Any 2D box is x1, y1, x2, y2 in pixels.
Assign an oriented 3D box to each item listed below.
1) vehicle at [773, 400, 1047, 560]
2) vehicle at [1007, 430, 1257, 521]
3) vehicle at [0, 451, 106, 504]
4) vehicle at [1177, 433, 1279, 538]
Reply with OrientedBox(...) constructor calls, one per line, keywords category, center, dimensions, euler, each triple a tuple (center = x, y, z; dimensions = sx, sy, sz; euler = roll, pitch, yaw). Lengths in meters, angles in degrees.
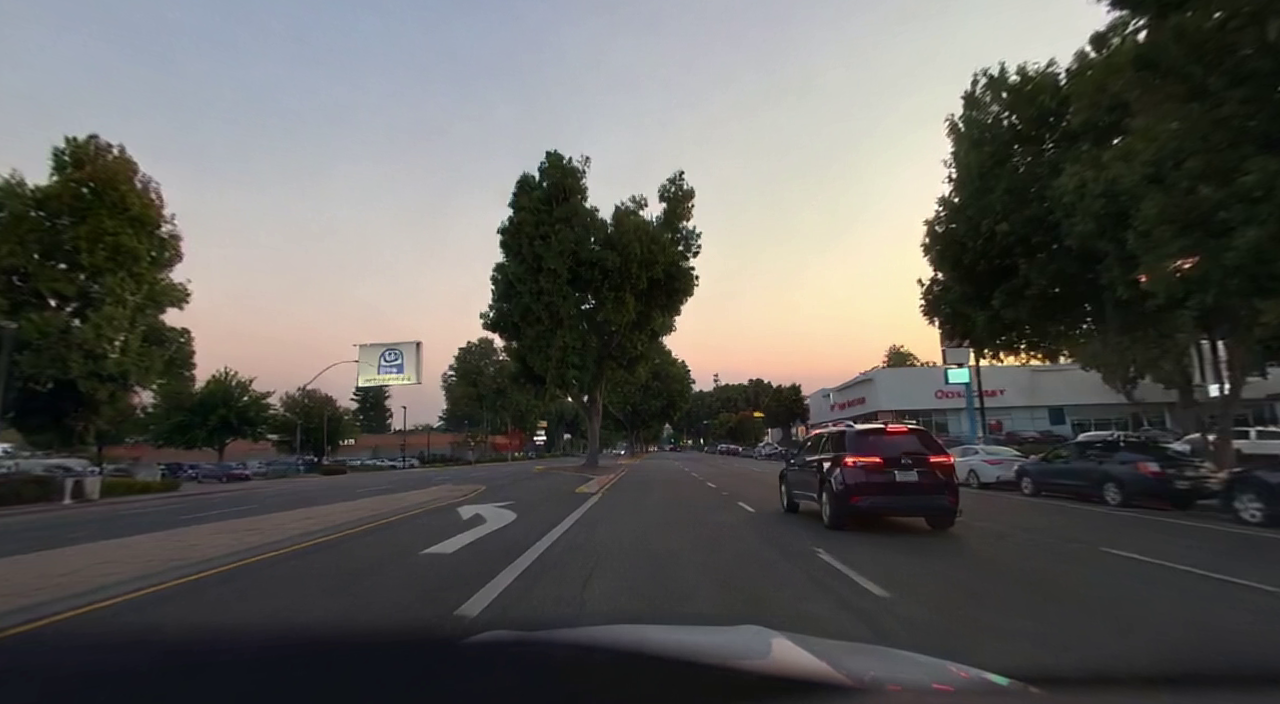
OrientedBox(category="vehicle", center=(3.614, 1.825, 9.633), dimensions=(2.183, 1.845, 4.482), euler=(0, -9, 0))
OrientedBox(category="vehicle", center=(10.973, 2.756, 14.682), dimensions=(1.899, 1.732, 4.800), euler=(0, -9, 0))
OrientedBox(category="vehicle", center=(-23.984, 4.840, 24.584), dimensions=(5.096, 1.872, 2.139), euler=(-2, -9, 15))
OrientedBox(category="vehicle", center=(10.927, 2.028, 9.470), dimensions=(1.835, 1.637, 4.407), euler=(0, -9, 1))
